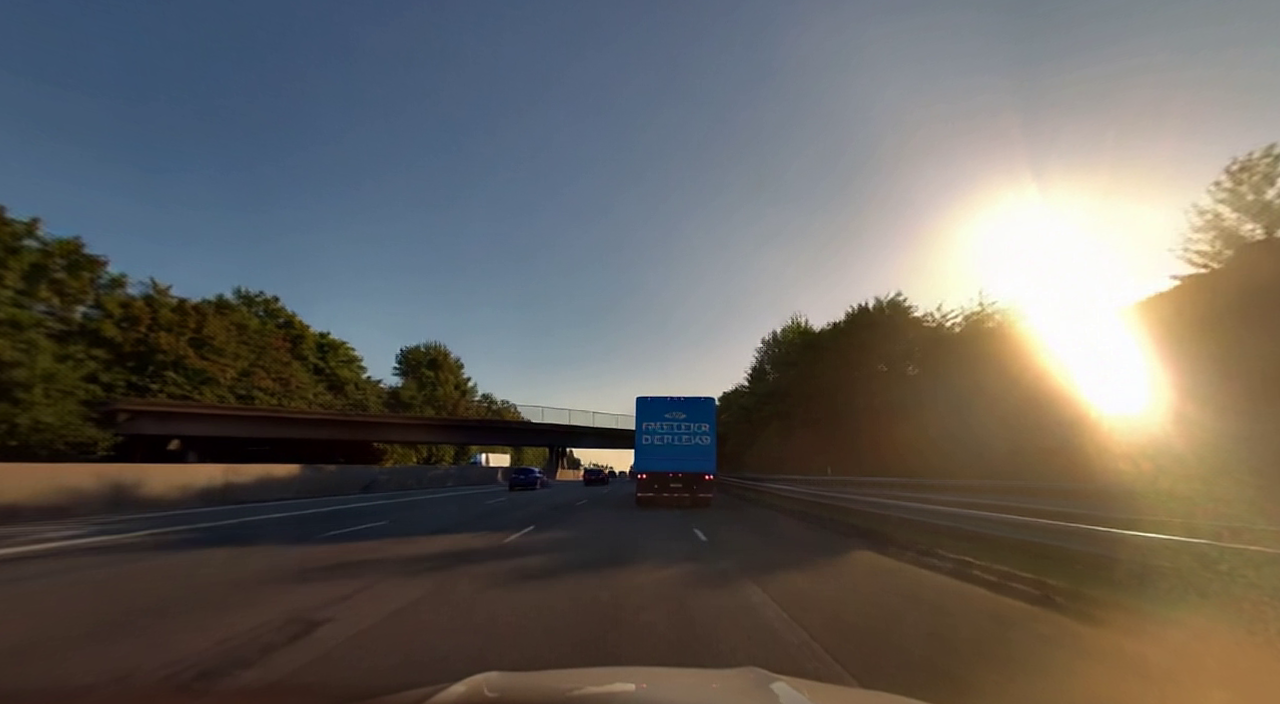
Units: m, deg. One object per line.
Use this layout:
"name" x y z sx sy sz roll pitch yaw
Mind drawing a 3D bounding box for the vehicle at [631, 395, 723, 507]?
"vehicle" 1.226 4.272 26.597 2.980 3.834 9.423 1 -10 -2

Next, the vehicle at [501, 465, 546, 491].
"vehicle" -7.490 8.159 40.961 1.955 1.539 4.650 1 -10 1
